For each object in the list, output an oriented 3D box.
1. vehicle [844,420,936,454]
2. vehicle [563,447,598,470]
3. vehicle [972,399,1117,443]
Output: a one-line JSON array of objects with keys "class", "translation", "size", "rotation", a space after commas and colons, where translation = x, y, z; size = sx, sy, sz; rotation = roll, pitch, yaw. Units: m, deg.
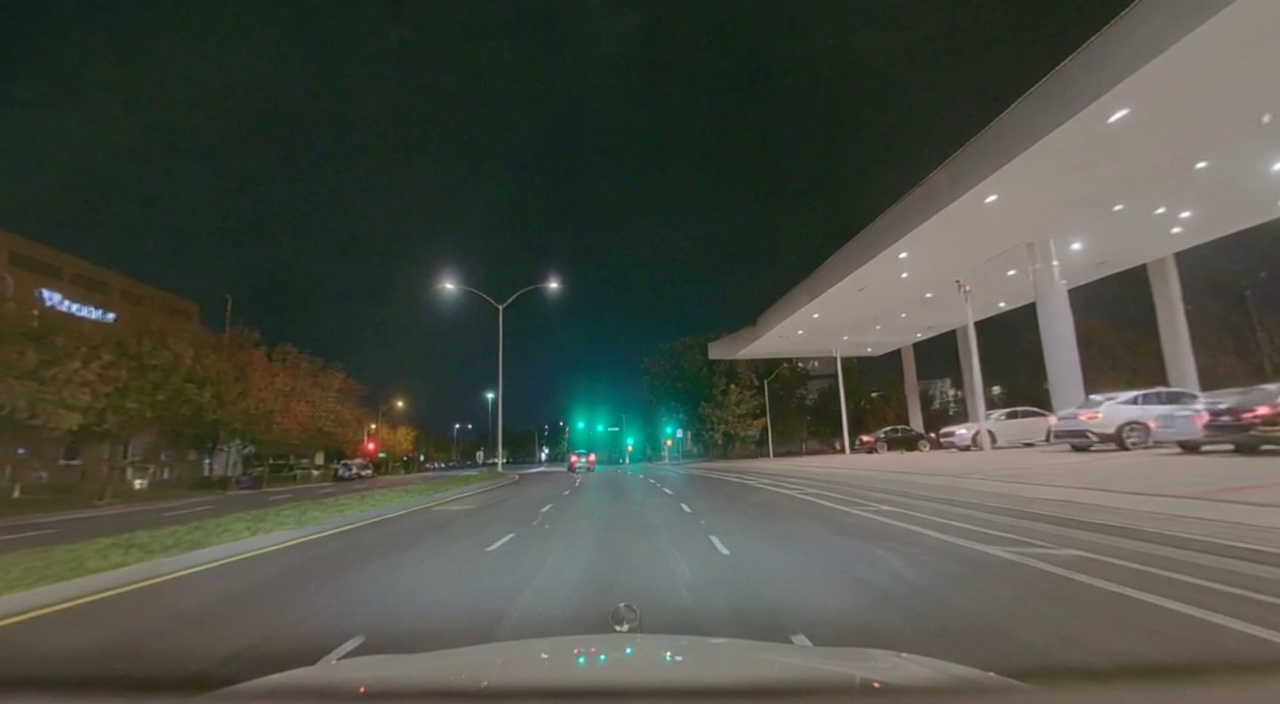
[{"class": "vehicle", "translation": [16.010, 5.426, 40.604], "size": [4.922, 1.749, 2.145], "rotation": [-4, -6, 3]}, {"class": "vehicle", "translation": [-4.513, 7.961, 47.512], "size": [2.197, 1.642, 4.312], "rotation": [2, -8, -11]}, {"class": "vehicle", "translation": [15.689, 2.726, 24.689], "size": [4.297, 1.632, 1.977], "rotation": [0, -8, -2]}]
